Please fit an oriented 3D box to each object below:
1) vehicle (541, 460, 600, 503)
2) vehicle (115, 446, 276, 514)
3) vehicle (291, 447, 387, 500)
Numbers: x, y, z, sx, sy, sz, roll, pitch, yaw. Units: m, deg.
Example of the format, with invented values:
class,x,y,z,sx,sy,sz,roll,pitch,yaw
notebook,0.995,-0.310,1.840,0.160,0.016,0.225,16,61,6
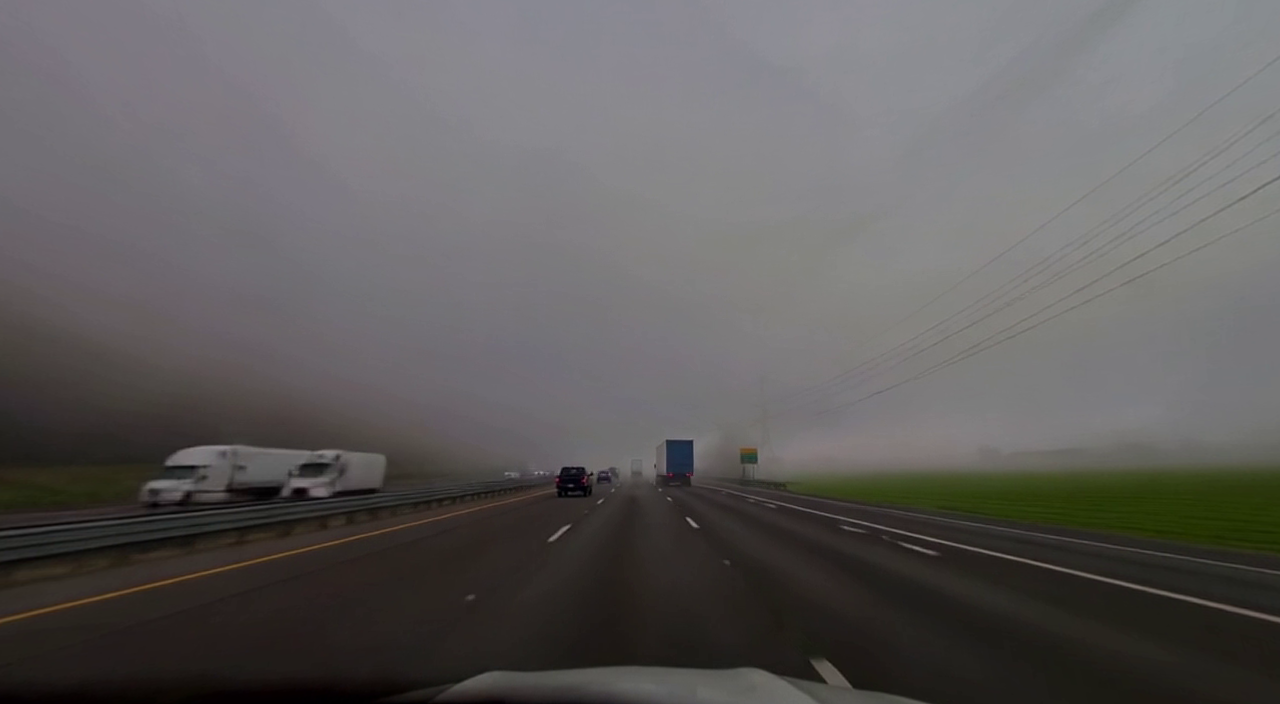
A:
class,x,y,z,sx,sy,sz,roll,pitch,yaw
vehicle,-2.992,5.723,28.102,2.065,1.722,4.441,1,-11,0
vehicle,-19.985,5.828,28.963,2.300,2.675,6.963,1,-11,-1
vehicle,-15.982,6.513,33.877,2.316,2.515,5.621,1,-11,0
